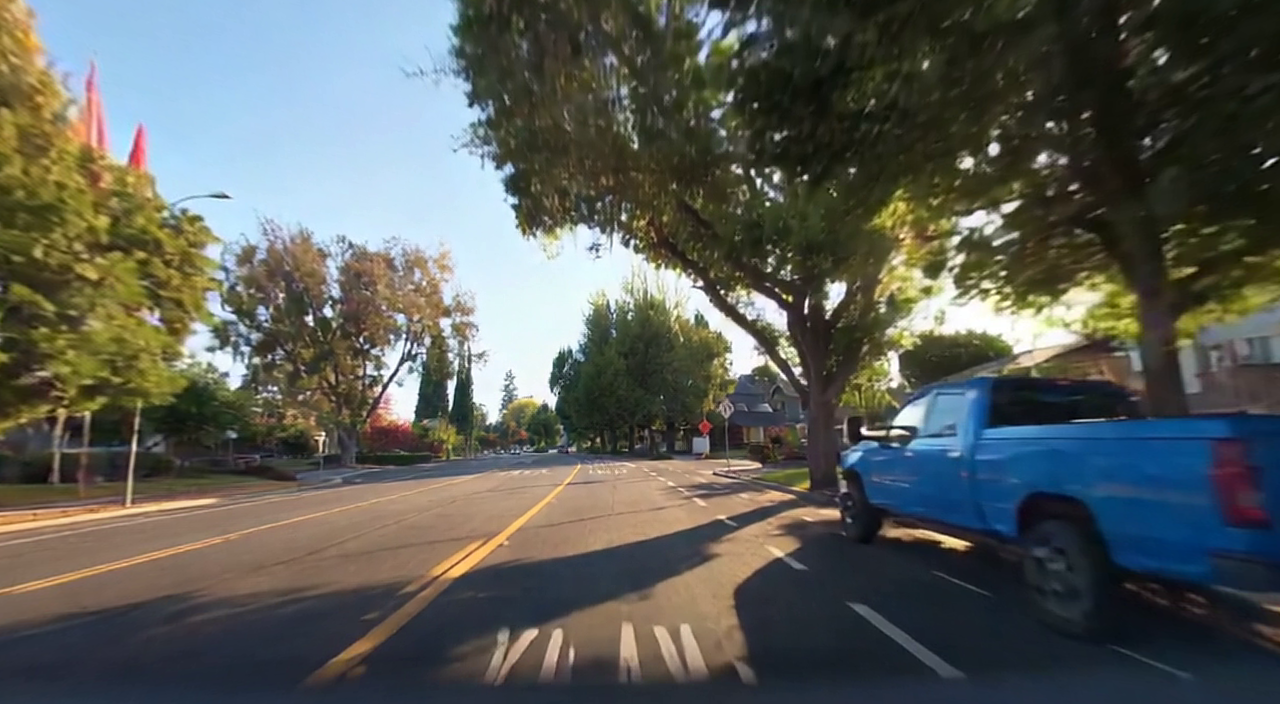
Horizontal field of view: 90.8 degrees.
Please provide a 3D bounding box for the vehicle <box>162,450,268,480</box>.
[{"bbox_3d":[-27.117,7.212,40.493,5.067,1.792,2.217,2,-8,-11],"label":"vehicle"}]

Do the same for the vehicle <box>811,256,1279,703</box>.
[{"bbox_3d":[4.400,1.288,6.744,2.794,2.437,7.684,0,-8,-2],"label":"vehicle"}]
